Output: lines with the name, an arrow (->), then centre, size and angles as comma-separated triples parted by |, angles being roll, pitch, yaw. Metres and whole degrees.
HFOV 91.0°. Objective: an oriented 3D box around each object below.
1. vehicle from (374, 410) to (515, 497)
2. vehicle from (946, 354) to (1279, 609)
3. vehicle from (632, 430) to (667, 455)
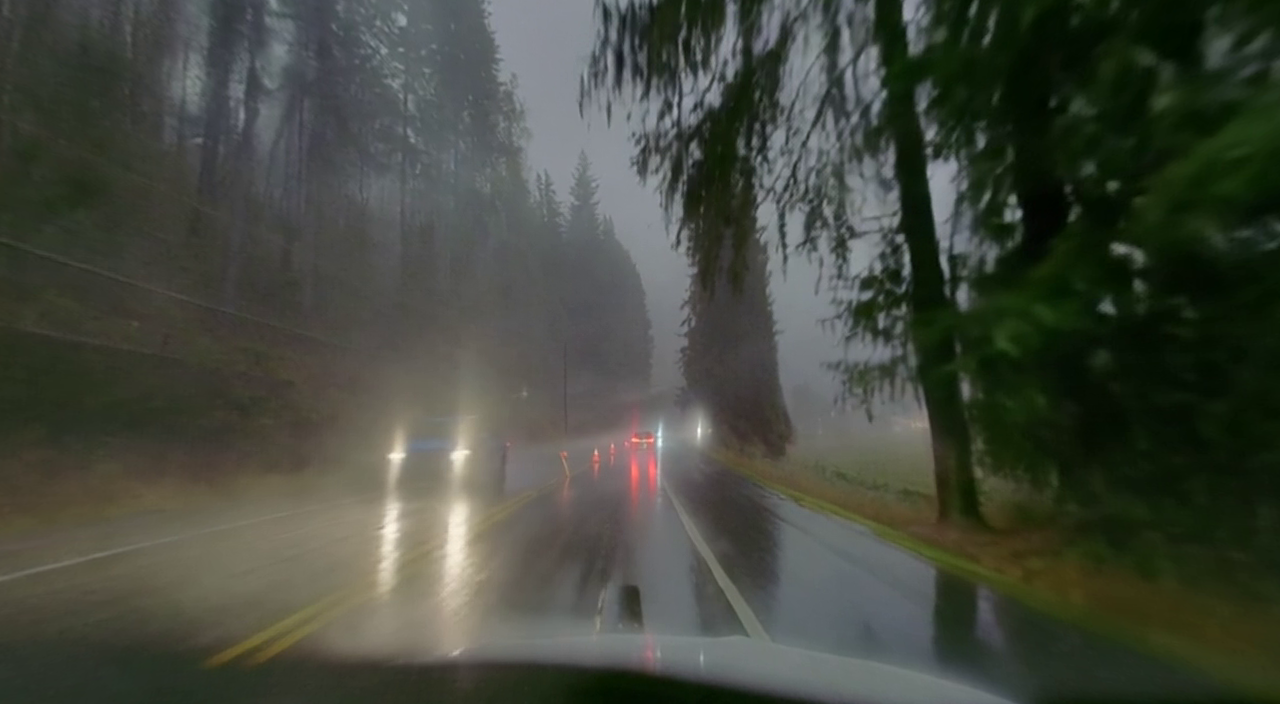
vehicle -> -4.703, 2.545, 16.013 | 2.079, 1.880, 4.493 | 0, -8, 1
vehicle -> 8.161, 2.154, 10.472 | 4.566, 3.046, 2.625 | 12, -9, -7
vehicle -> 0.659, 5.679, 39.595 | 2.042, 1.489, 3.963 | -1, -8, 3
